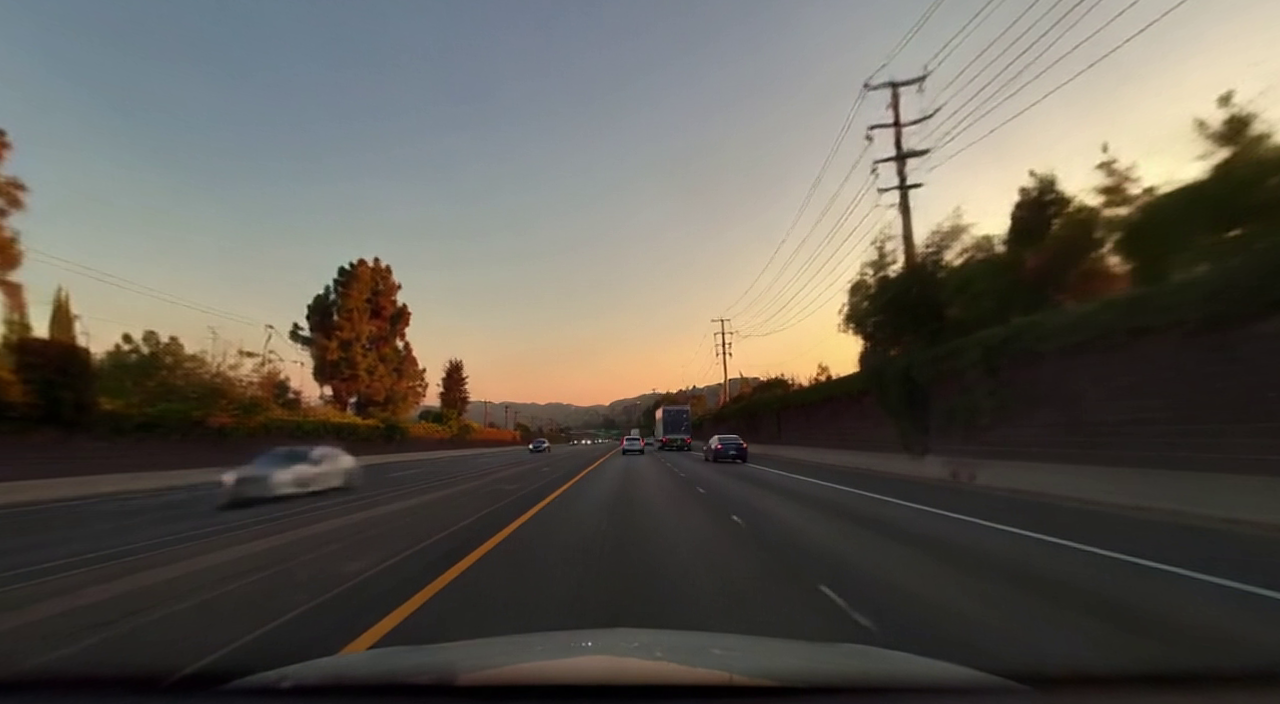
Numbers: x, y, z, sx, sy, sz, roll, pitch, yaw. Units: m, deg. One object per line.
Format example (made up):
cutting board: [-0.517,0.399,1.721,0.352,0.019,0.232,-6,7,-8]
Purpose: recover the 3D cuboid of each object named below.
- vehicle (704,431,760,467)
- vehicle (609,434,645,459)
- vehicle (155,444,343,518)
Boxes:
vehicle: [4.256,4.557,29.832,1.930,1.573,3.853,0,-8,-2]
vehicle: [-0.842,6.004,40.201,2.163,1.466,3.693,0,-8,-1]
vehicle: [-9.151,2.990,15.302,1.820,1.451,4.375,0,-8,-1]
